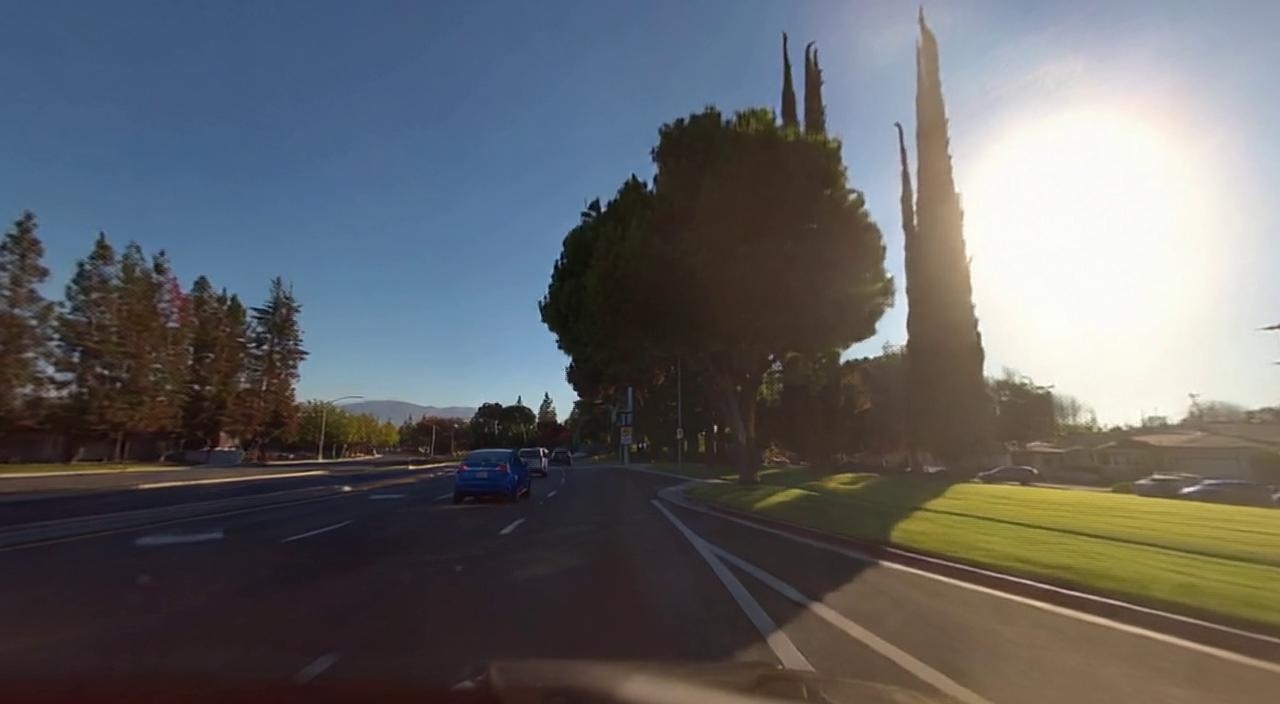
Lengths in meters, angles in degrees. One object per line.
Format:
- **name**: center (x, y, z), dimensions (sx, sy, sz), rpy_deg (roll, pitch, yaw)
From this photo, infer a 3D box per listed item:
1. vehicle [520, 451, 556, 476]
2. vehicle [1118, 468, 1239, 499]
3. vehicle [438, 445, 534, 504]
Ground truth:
- **vehicle**: center (-6.391, 7.006, 39.902), dimensions (1.904, 1.476, 3.736), rpy_deg (0, -8, -4)
- **vehicle**: center (36.179, 8.836, 42.806), dimensions (2.105, 1.703, 6.354), rpy_deg (1, -9, -7)
- **vehicle**: center (-4.739, 3.789, 20.136), dimensions (2.098, 1.613, 4.606), rpy_deg (0, -8, -3)
